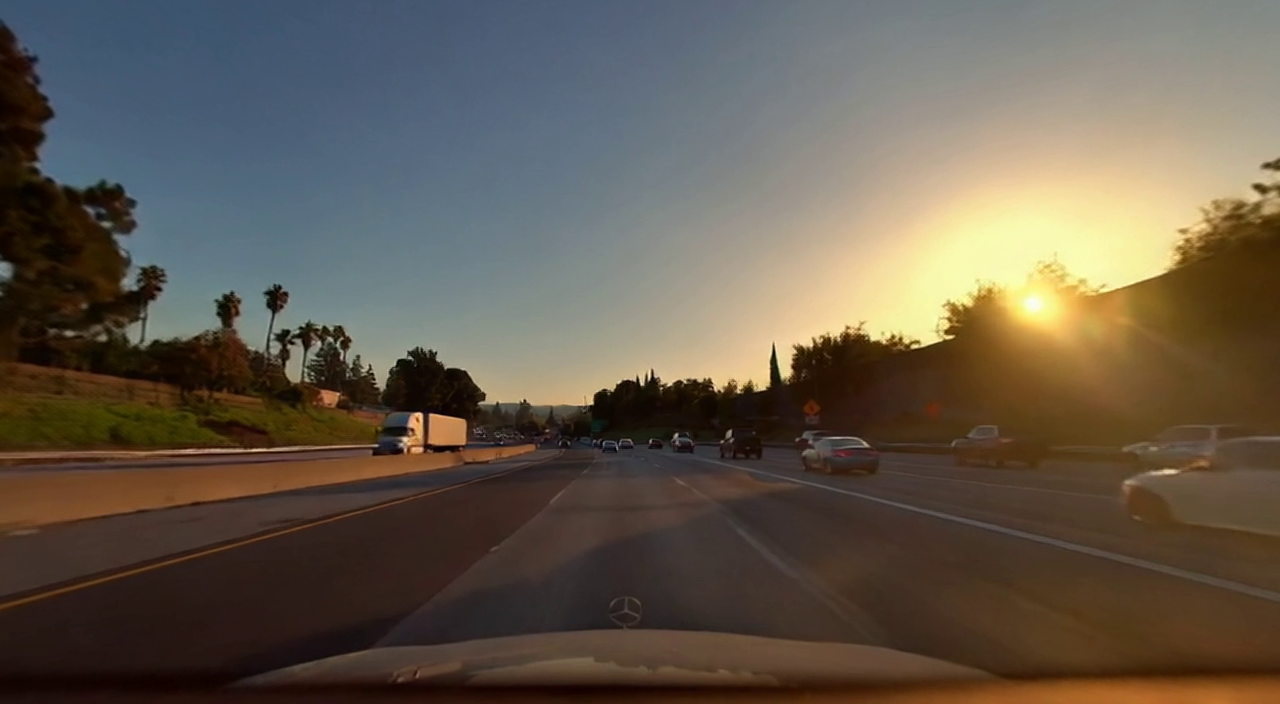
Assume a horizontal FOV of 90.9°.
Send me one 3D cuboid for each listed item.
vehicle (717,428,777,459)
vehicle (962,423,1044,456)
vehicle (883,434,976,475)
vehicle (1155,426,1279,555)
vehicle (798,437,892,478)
[{"bbox_3d":[7.255,6.349,43.661,2.622,1.977,6.537,0,-8,-4],"label":"vehicle"},{"bbox_3d":[22.976,5.604,40.185,2.085,1.989,4.825,0,-8,-3],"label":"vehicle"},{"bbox_3d":[12.398,4.405,27.280,1.864,1.574,4.059,0,-8,-4],"label":"vehicle"},{"bbox_3d":[8.455,1.506,6.656,2.092,1.478,4.647,0,-8,0],"label":"vehicle"},{"bbox_3d":[8.094,4.201,25.395,2.080,1.457,4.404,0,-8,-4],"label":"vehicle"}]
